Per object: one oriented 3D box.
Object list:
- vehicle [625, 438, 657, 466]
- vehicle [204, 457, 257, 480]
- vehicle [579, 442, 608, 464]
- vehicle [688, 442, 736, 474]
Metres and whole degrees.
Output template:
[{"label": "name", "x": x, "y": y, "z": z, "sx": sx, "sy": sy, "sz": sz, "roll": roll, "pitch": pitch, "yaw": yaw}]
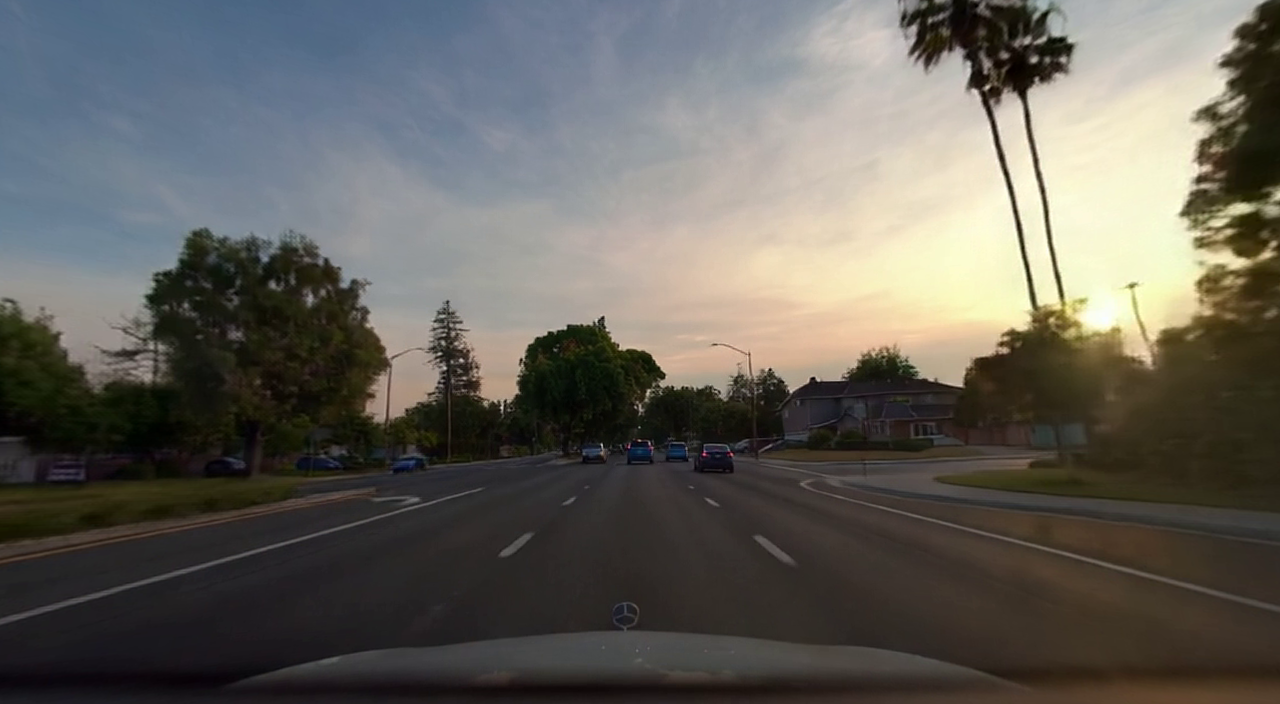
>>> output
[{"label": "vehicle", "x": 0.053, "y": 6.800, "z": 43.084, "sx": 2.043, "sy": 1.734, "sz": 4.253, "roll": 0, "pitch": -8, "yaw": -1}, {"label": "vehicle", "x": -29.179, "y": 8.258, "z": 44.967, "sx": 4.771, "sy": 1.479, "sz": 1.888, "roll": -8, "pitch": -11, "yaw": 42}, {"label": "vehicle", "x": -3.597, "y": 7.861, "z": 49.248, "sx": 2.000, "sy": 1.569, "sz": 3.794, "roll": 0, "pitch": -8, "yaw": 0}, {"label": "vehicle", "x": 3.482, "y": 5.172, "z": 31.189, "sx": 1.830, "sy": 1.451, "sz": 4.009, "roll": 0, "pitch": -8, "yaw": -1}]
